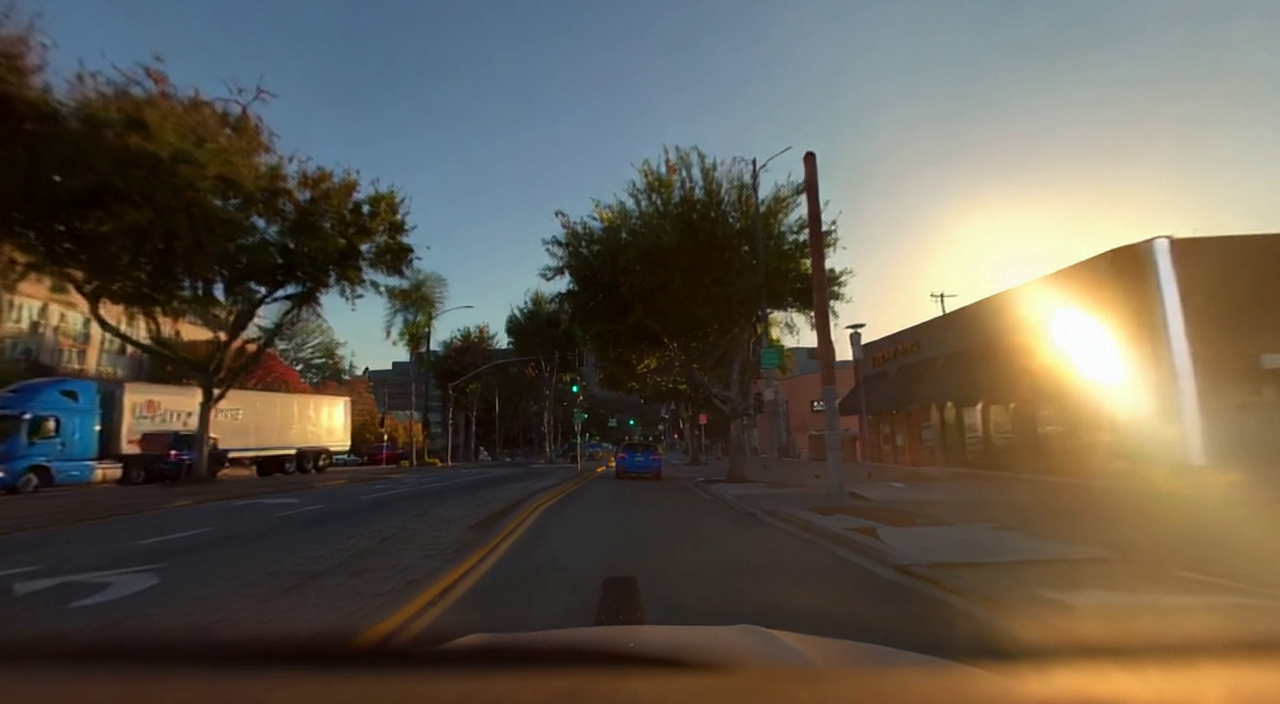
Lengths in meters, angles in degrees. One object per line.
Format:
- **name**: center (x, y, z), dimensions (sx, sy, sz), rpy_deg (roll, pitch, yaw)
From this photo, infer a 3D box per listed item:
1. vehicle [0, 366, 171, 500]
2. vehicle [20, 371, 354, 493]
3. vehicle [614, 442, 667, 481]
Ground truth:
- **vehicle**: center (-19.980, 2.719, 20.961), dimensions (3.045, 3.961, 6.104), rpy_deg (-3, -9, 18)
- **vehicle**: center (-17.866, 3.506, 26.879), dimensions (2.792, 4.025, 11.784), rpy_deg (-3, -9, 20)
- **vehicle**: center (0.090, 4.432, 25.851), dimensions (2.006, 1.470, 3.799), rpy_deg (0, -8, 2)
